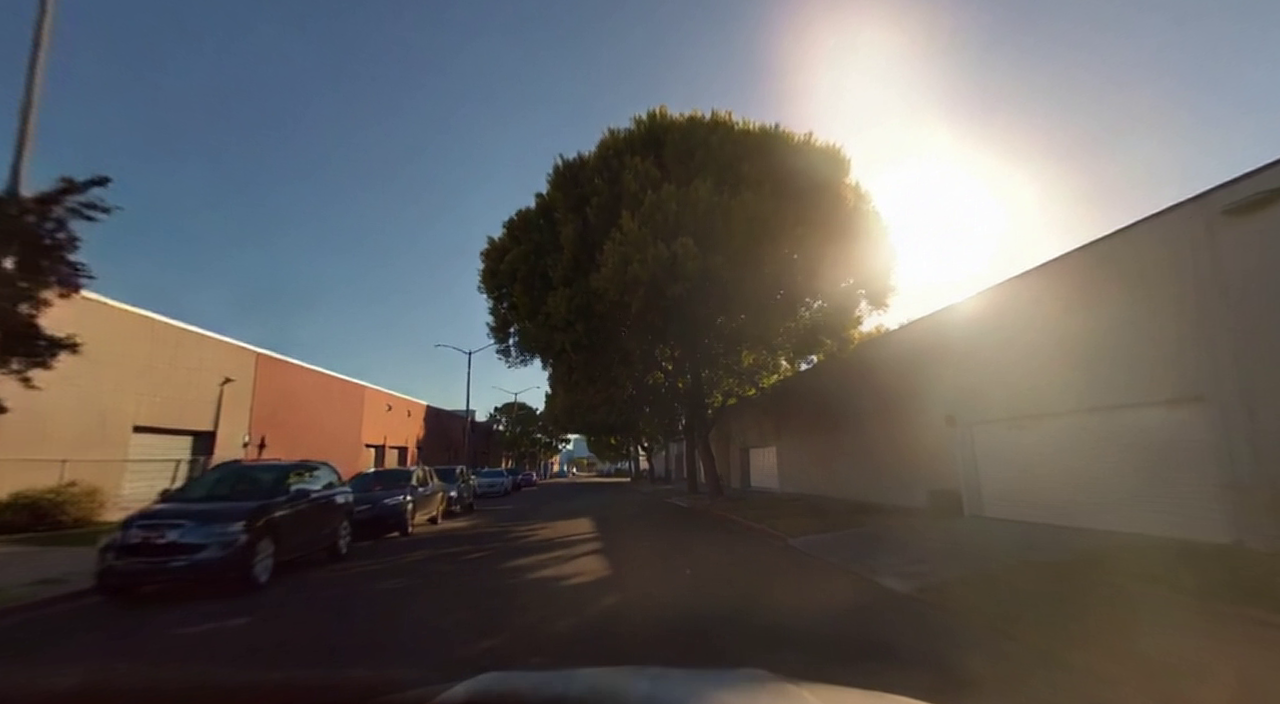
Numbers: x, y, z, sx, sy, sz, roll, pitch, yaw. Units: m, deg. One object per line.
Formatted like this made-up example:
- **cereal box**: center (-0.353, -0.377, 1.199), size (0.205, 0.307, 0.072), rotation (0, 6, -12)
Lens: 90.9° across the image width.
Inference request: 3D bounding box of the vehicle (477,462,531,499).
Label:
- **vehicle**: center (-6.503, 6.225, 30.601), size (1.882, 1.606, 4.191), rotation (1, -11, -3)

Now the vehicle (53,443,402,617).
- **vehicle**: center (-4.883, 2.101, 8.433), size (1.886, 1.640, 4.311), rotation (3, -9, -3)
